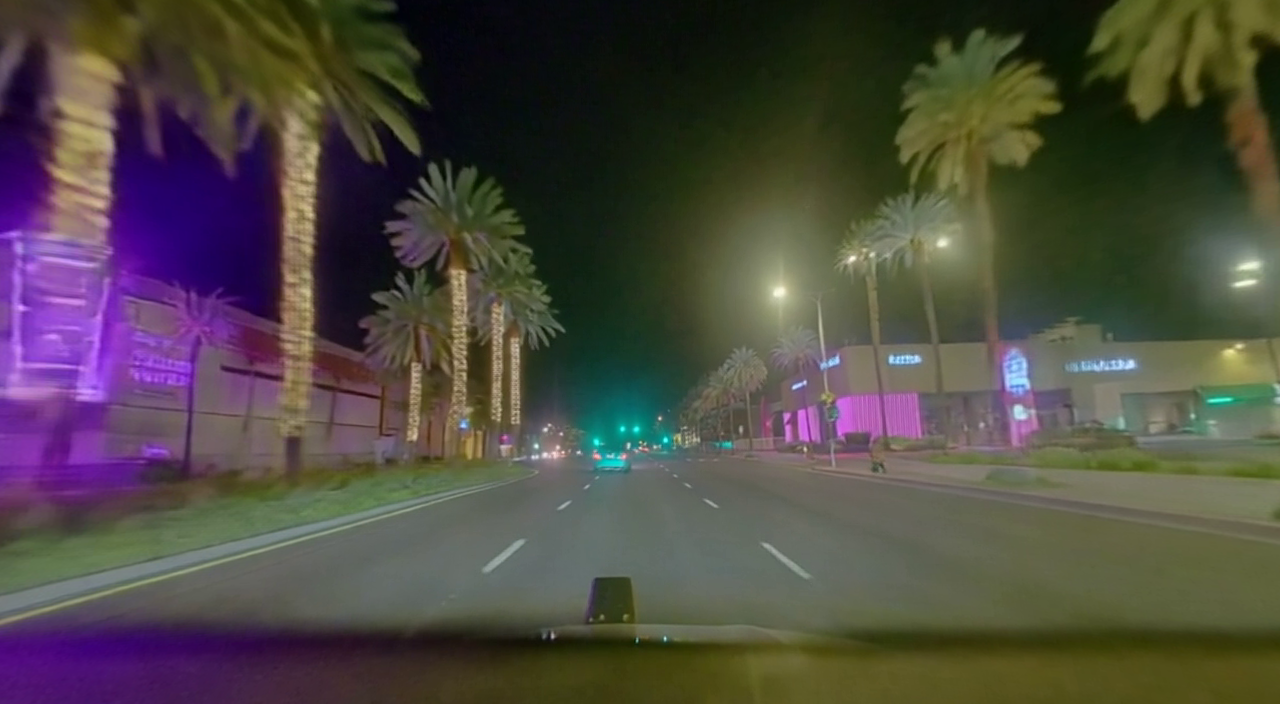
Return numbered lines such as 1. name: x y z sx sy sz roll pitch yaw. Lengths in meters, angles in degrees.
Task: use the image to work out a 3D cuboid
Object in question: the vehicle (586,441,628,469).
1. vehicle: -1.984 6.440 39.560 2.160 1.615 4.117 -1 -9 4
